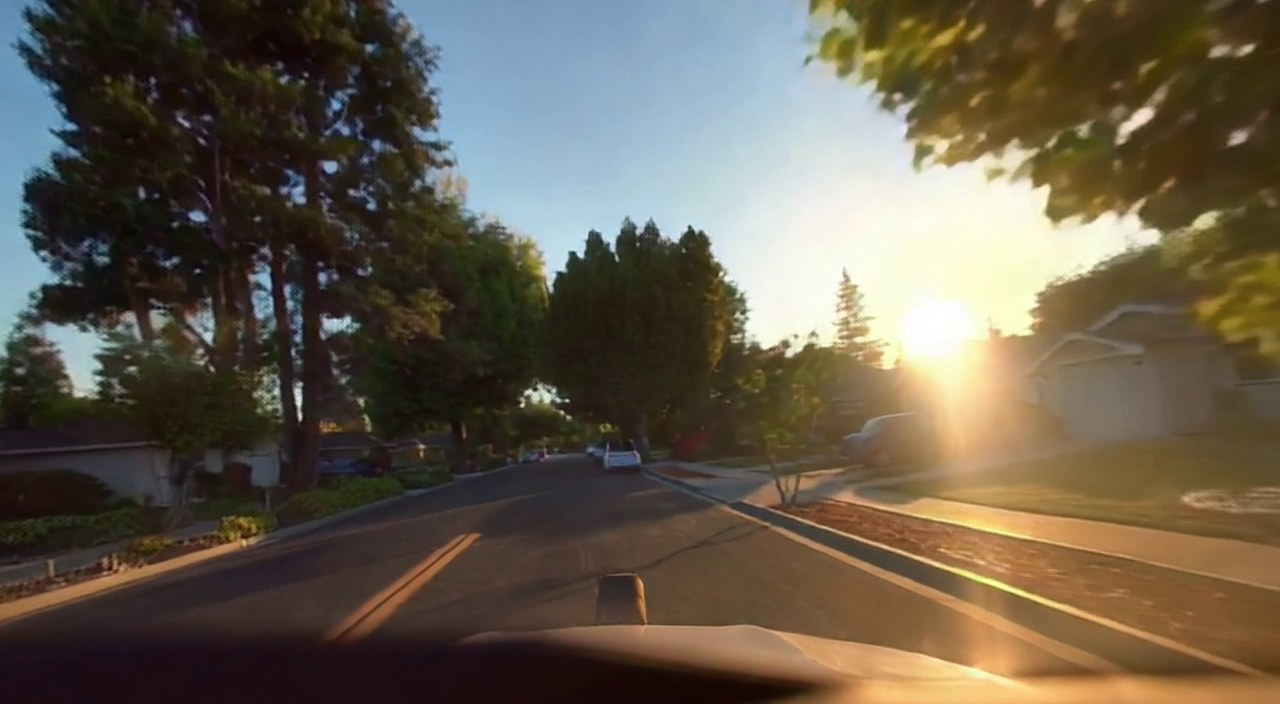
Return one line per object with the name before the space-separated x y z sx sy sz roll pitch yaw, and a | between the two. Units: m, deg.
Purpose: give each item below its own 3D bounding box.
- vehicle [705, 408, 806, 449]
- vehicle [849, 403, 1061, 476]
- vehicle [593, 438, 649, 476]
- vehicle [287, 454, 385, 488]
vehicle | 6.150 4.147 34.055 4.861 1.911 2.181 0 -14 -5
vehicle | 7.771 2.202 15.869 4.230 1.666 1.978 0 -9 -5
vehicle | -0.947 4.670 28.141 2.009 1.506 4.698 1 -9 -7
vehicle | -17.189 6.740 35.932 4.511 1.809 2.018 0 -9 -5
